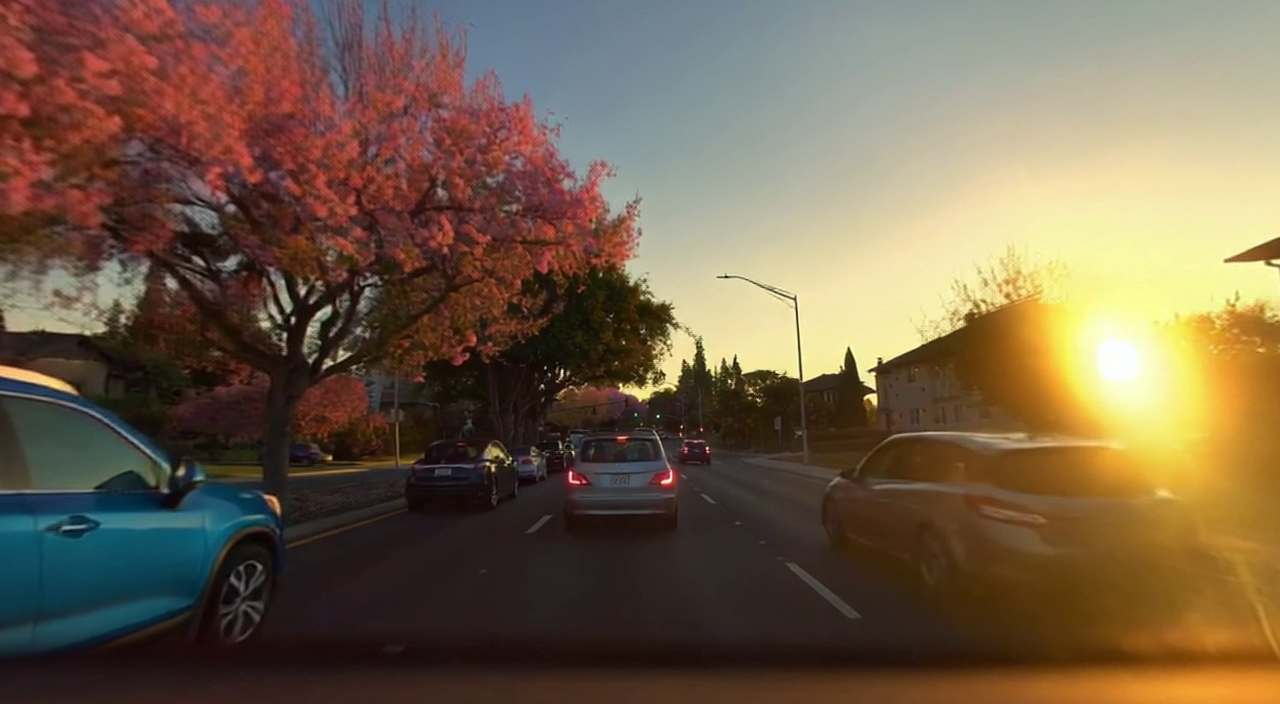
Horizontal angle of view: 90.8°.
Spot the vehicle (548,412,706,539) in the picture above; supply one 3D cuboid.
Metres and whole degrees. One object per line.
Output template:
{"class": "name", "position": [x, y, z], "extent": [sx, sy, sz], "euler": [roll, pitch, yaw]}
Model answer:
{"class": "vehicle", "position": [-0.200, 1.957, 10.586], "extent": [2.112, 1.693, 4.058], "euler": [0, -8, -1]}

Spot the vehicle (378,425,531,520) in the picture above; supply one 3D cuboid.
{"class": "vehicle", "position": [-3.672, 2.456, 13.409], "extent": [1.948, 1.668, 4.279], "euler": [0, -8, 0]}

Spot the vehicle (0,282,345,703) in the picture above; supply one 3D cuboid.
{"class": "vehicle", "position": [-3.555, 0.756, 2.645], "extent": [2.304, 1.928, 4.833], "euler": [0, -8, 0]}

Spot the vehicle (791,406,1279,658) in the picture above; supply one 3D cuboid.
{"class": "vehicle", "position": [3.157, 1.457, 6.323], "extent": [2.056, 1.536, 4.678], "euler": [0, -8, -1]}
